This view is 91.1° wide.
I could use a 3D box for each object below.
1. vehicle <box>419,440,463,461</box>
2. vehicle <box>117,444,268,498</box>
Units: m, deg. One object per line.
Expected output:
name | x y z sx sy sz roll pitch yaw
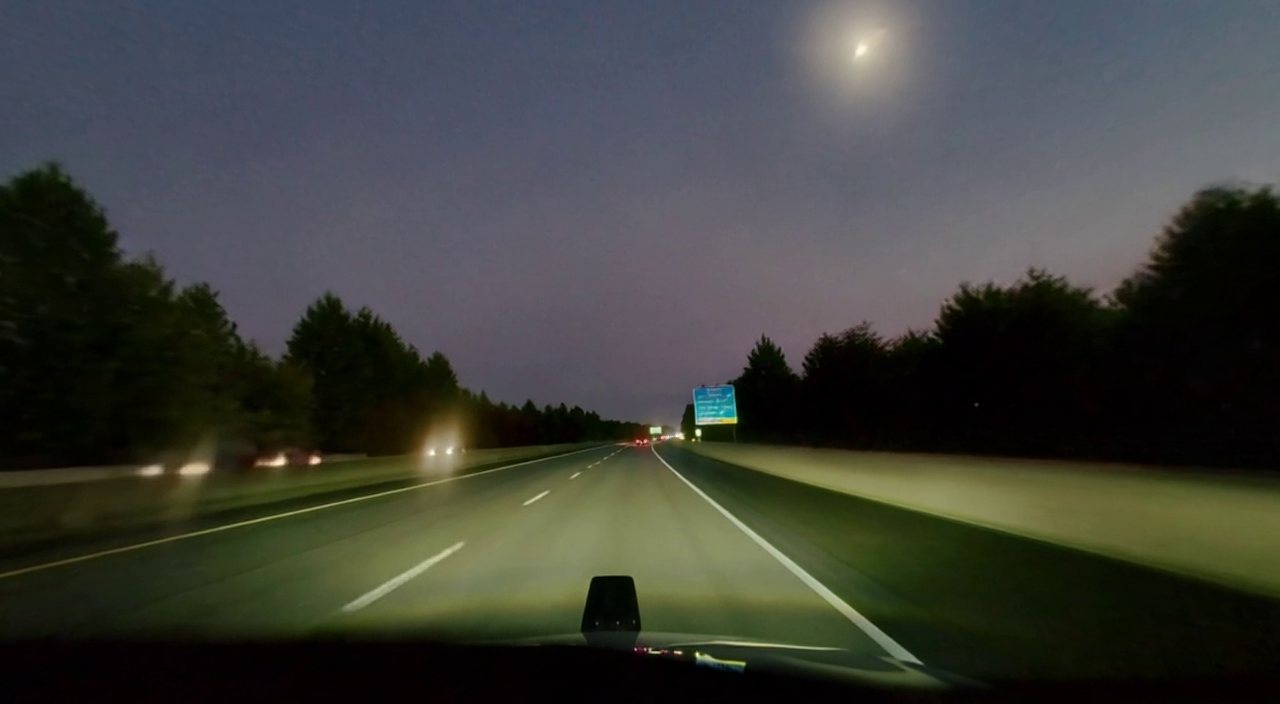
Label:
vehicle | -15.064 7.439 47.781 1.994 1.455 4.162 0 -8 0
vehicle | -13.352 3.528 19.066 1.801 1.390 3.799 0 -8 -1
